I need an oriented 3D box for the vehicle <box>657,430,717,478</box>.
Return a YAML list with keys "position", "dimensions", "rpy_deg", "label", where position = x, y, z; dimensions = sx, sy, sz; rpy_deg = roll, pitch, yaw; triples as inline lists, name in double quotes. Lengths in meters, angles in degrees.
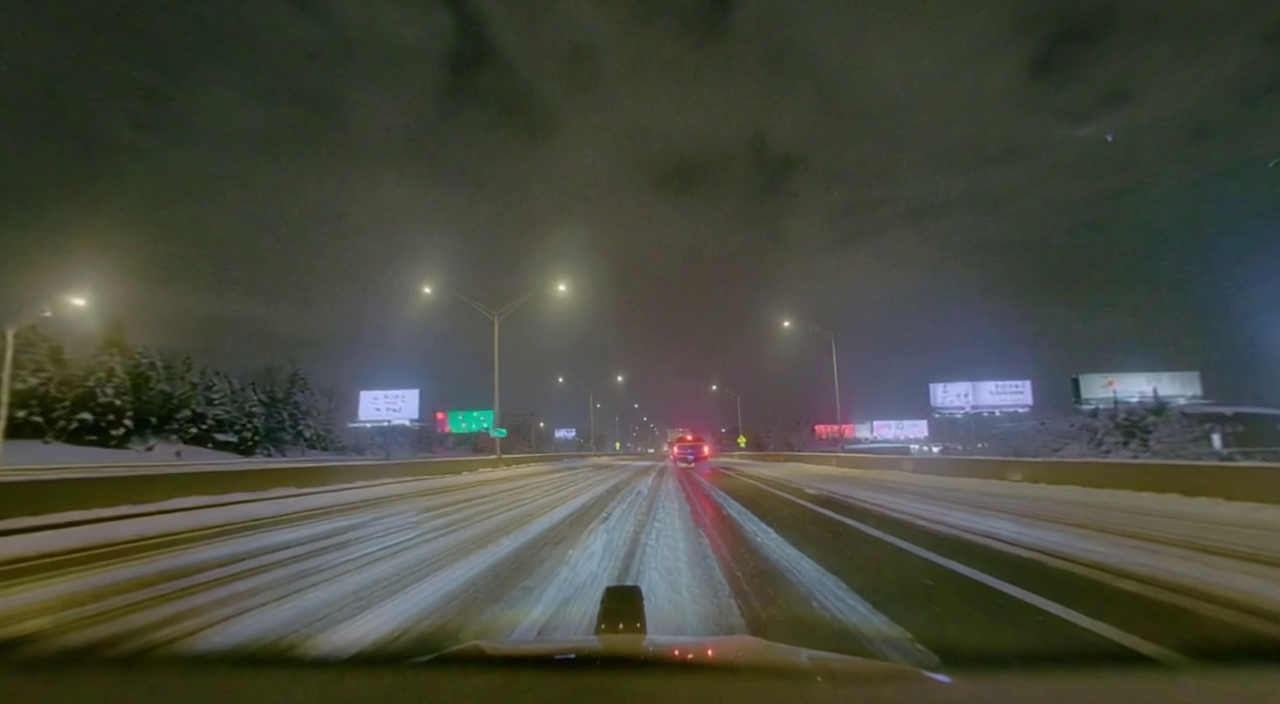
- position: [2.290, 5.190, 32.237]
  dimensions: [2.740, 2.157, 6.300]
  rpy_deg: [-1, -9, 2]
  label: "vehicle"
